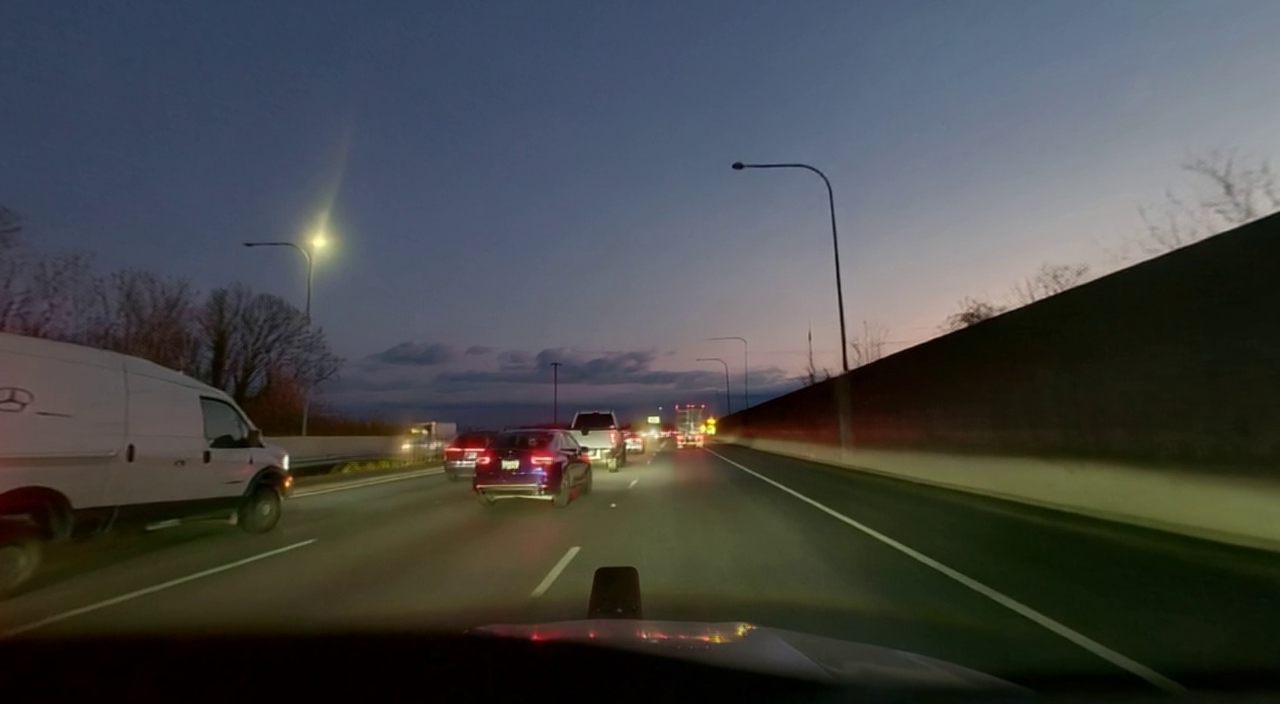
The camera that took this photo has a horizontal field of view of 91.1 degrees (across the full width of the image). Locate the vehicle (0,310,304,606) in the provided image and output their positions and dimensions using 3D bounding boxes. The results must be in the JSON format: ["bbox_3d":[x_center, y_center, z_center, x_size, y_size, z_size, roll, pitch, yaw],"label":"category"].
[{"bbox_3d":[-6.462,1.073,6.643,2.386,2.435,5.831,0,-8,2],"label":"vehicle"}]

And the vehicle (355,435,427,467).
[{"bbox_3d":[-13.204,5.264,33.631,1.891,1.586,4.248,-1,-8,3],"label":"vehicle"}]

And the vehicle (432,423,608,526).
[{"bbox_3d":[-1.880,2.073,11.348,2.089,1.485,4.153,-1,-8,4],"label":"vehicle"}]
